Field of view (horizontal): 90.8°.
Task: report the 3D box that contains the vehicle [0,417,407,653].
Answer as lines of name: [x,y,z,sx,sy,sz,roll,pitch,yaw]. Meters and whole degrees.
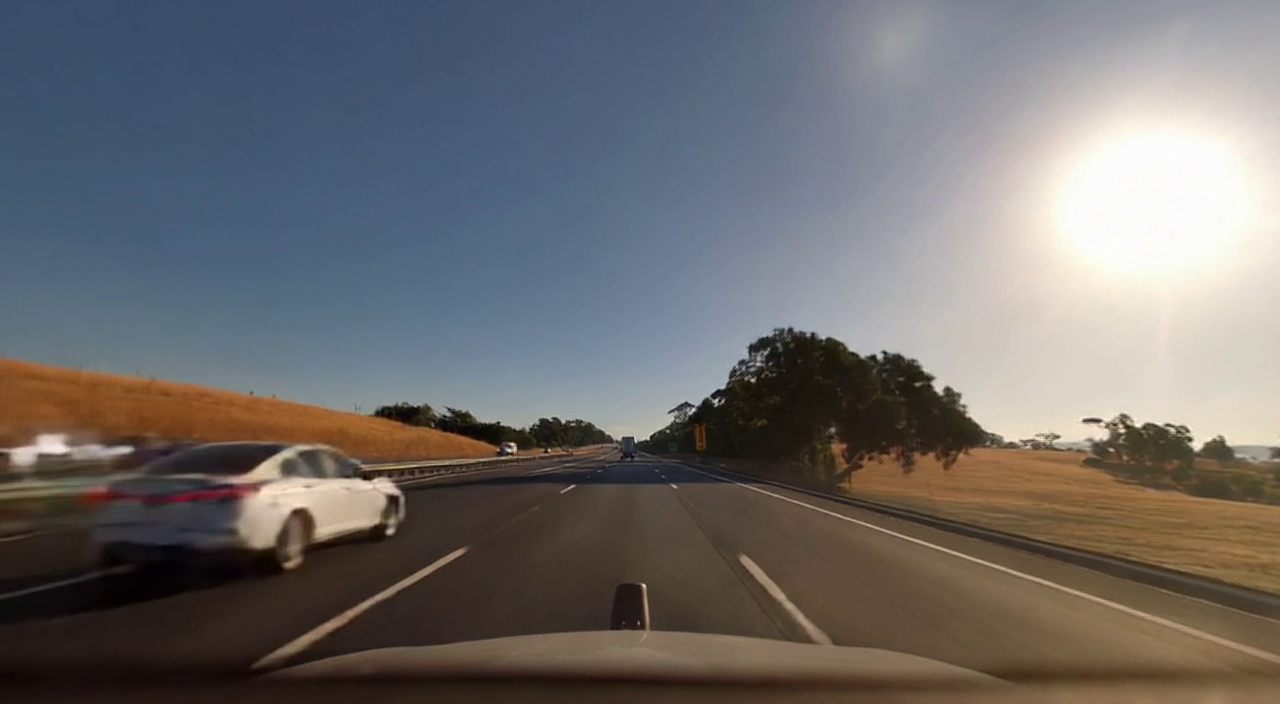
vehicle: [-4.532,1.616,6.834,2.108,1.573,5.000,0,-8,0]
